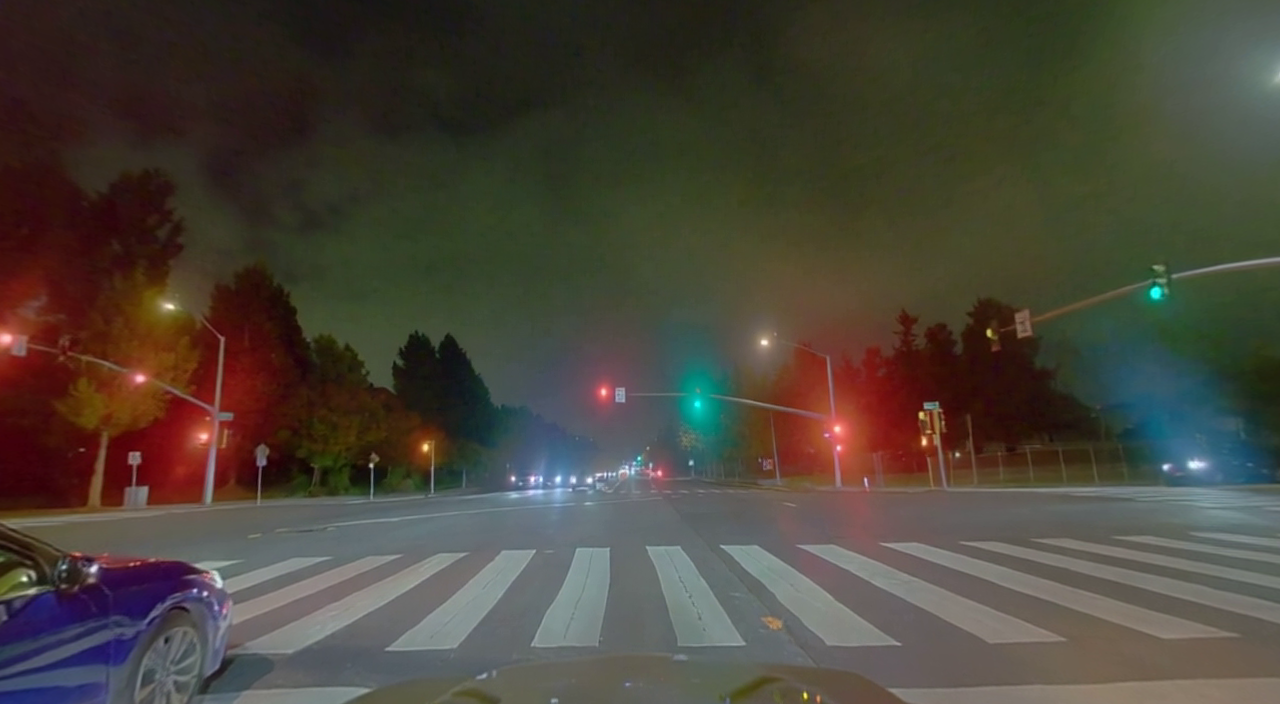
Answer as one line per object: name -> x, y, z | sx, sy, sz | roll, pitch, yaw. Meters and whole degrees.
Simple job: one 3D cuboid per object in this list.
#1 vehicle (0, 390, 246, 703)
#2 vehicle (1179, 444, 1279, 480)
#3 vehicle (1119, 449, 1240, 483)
vehicle -> -3.002, 0.776, 1.257 | 1.969, 1.513, 3.773 | 0, -9, 0
vehicle -> 25.671, 4.611, 26.584 | 4.347, 1.411, 1.784 | 0, -9, -3
vehicle -> 25.102, 5.280, 29.490 | 4.123, 1.469, 1.790 | 0, -8, -5
